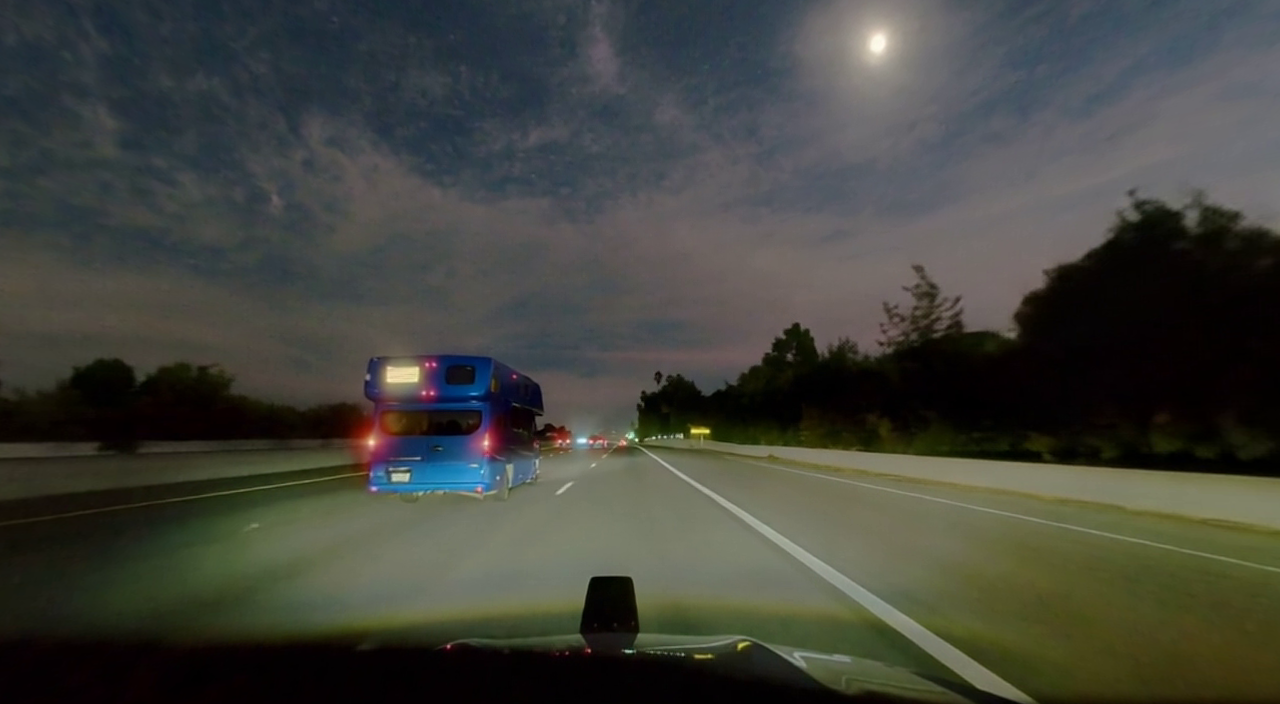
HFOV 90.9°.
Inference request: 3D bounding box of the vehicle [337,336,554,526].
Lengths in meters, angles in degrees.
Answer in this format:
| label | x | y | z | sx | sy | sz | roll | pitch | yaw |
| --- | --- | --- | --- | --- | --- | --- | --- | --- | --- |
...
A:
| label | x | y | z | sx | sy | sz | roll | pitch | yaw |
| --- | --- | --- | --- | --- | --- | --- | --- | --- | --- |
| vehicle | -3.891 | 1.819 | 14.729 | 2.676 | 3.269 | 7.388 | -1 | -7 | 1 |
